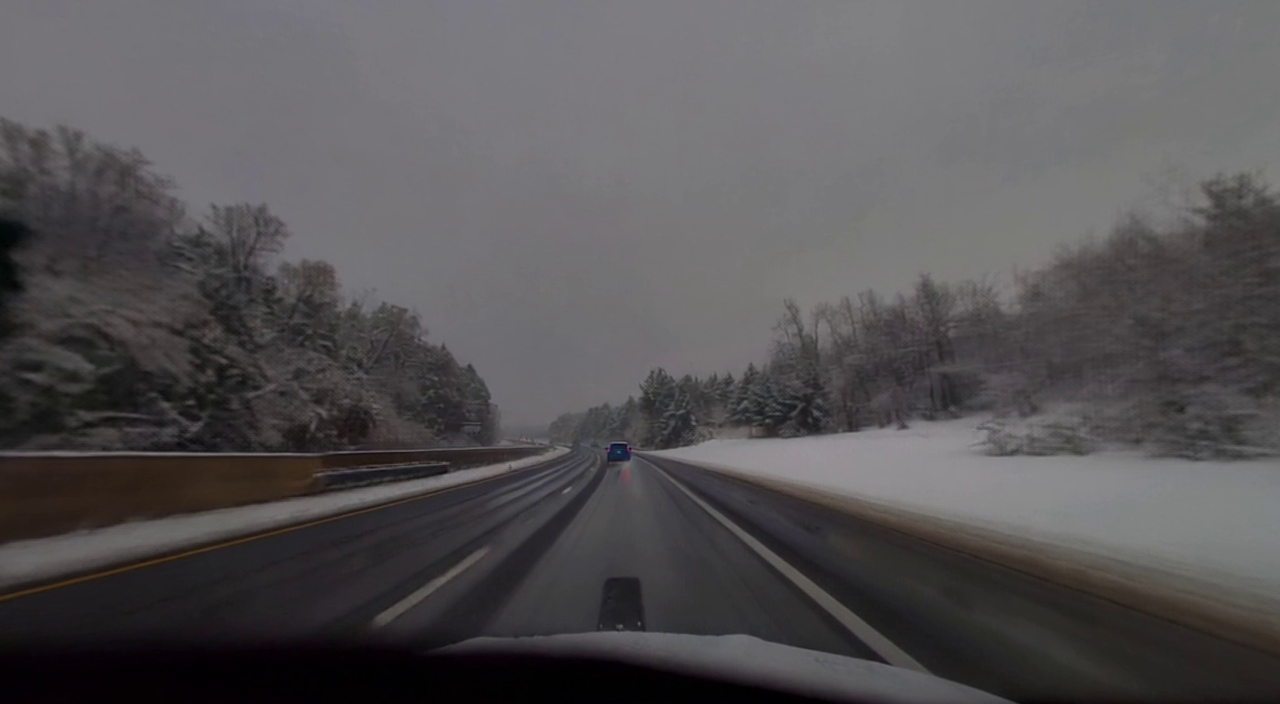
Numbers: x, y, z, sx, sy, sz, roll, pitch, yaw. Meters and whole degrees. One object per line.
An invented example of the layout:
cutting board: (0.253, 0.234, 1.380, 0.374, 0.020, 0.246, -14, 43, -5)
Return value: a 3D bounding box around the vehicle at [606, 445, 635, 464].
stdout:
vehicle: (-1.561, 8.056, 49.433, 2.126, 1.411, 4.433, 0, -9, -3)
